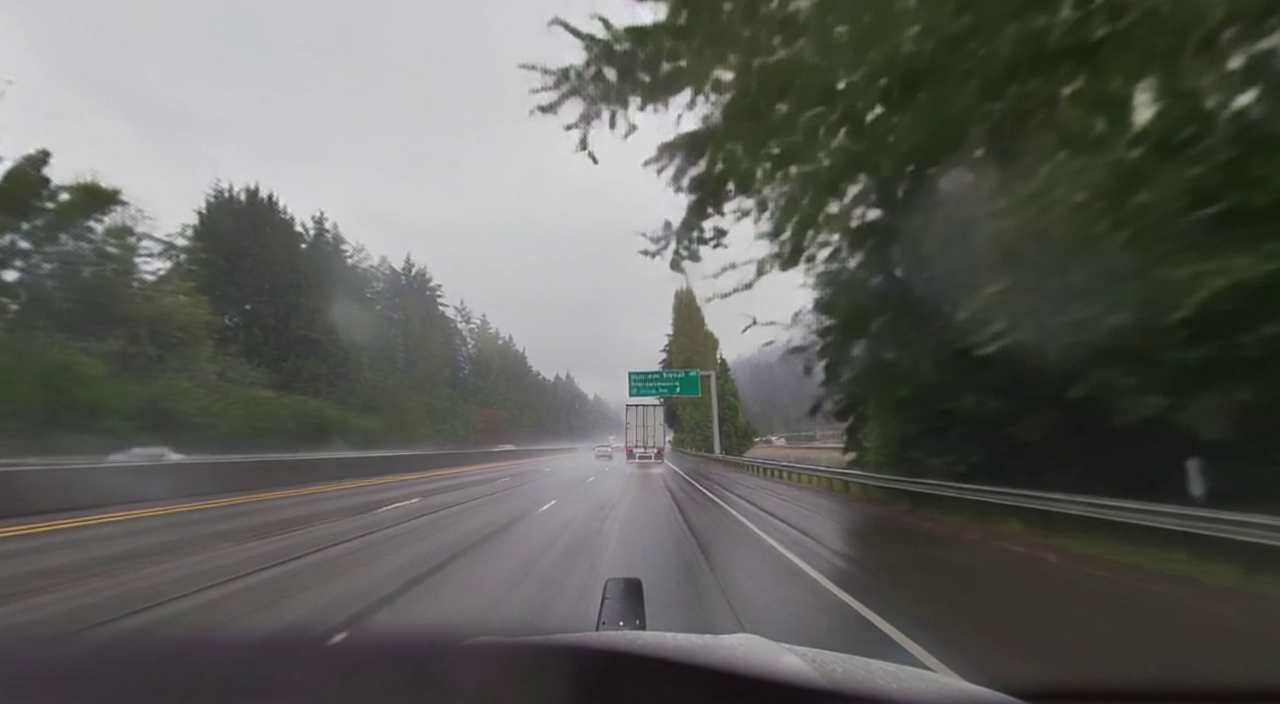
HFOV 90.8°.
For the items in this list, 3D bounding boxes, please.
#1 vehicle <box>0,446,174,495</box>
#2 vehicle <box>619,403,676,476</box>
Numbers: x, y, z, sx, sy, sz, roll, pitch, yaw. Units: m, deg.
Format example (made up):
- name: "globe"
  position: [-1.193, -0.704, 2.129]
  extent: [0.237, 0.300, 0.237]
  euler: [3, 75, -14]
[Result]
- name: "vehicle"
  position: [-18.685, 4.010, 21.658]
  extent: [1.851, 1.475, 4.593]
  euler: [0, -9, -1]
- name: "vehicle"
  position: [0.231, 5.582, 39.413]
  extent: [2.976, 3.800, 12.335]
  euler: [0, -9, -1]
